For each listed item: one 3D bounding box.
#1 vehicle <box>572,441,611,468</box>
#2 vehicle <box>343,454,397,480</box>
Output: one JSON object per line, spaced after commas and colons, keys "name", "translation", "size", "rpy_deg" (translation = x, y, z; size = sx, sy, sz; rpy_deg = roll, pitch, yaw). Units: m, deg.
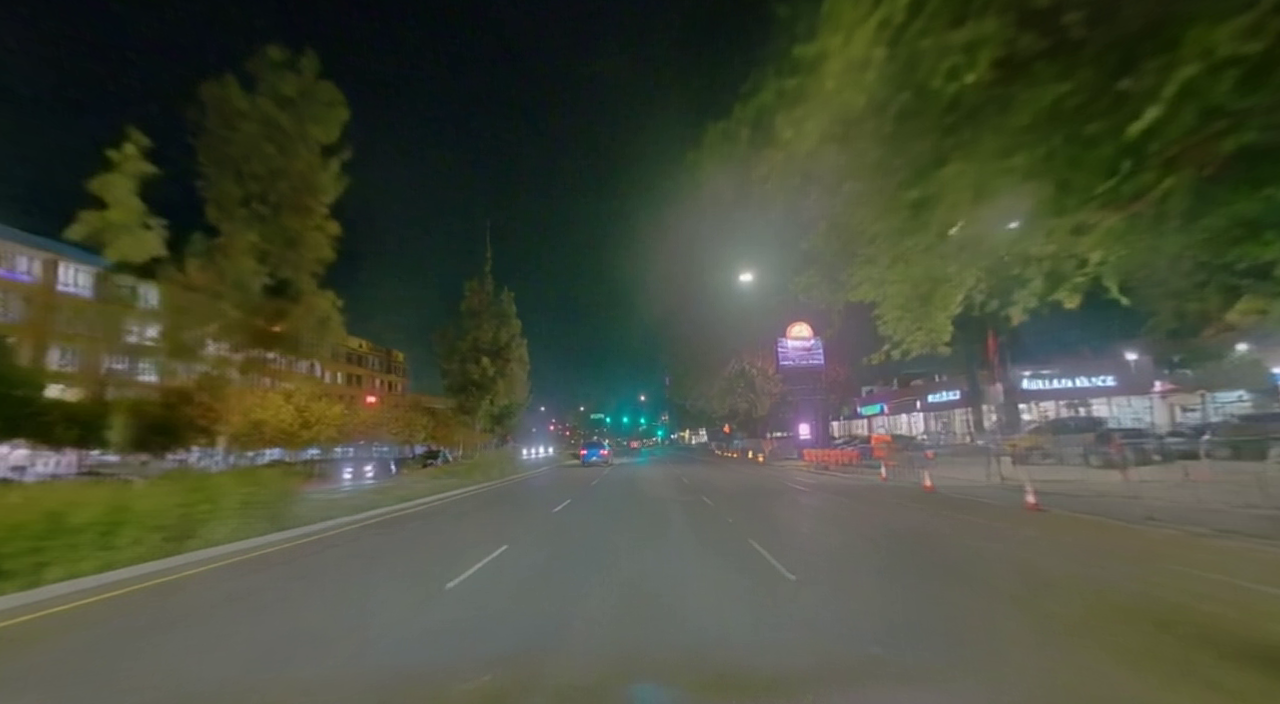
{"name": "vehicle", "translation": [-2.763, 5.965, 36.799], "size": [1.926, 1.442, 4.231], "rpy_deg": [0, -8, 1]}
{"name": "vehicle", "translation": [-18.120, 7.704, 42.484], "size": [1.948, 1.535, 4.600], "rpy_deg": [0, -8, -5]}
